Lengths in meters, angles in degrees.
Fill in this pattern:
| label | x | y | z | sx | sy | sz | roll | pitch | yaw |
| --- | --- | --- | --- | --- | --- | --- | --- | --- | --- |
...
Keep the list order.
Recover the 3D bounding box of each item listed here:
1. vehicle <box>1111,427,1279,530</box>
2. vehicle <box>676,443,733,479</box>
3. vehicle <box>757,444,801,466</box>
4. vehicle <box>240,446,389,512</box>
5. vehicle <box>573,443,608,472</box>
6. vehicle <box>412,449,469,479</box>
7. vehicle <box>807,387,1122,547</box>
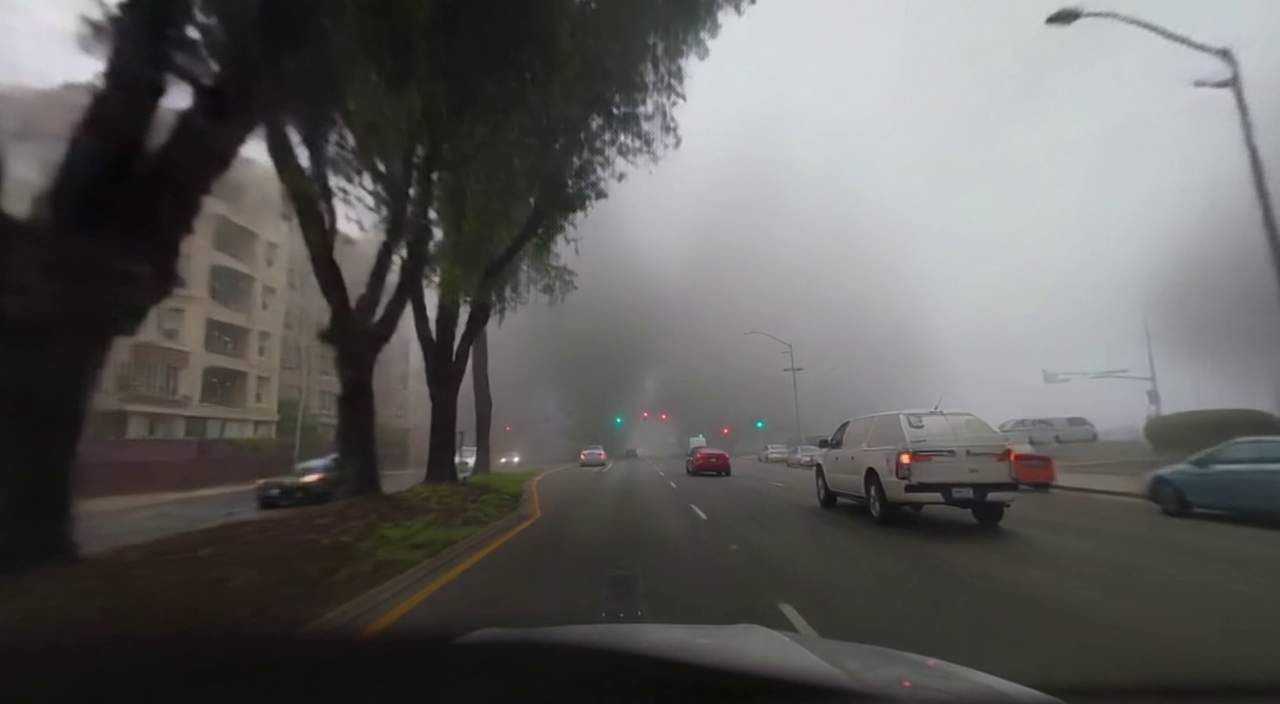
| label | x | y | z | sx | sy | sz | roll | pitch | yaw |
| --- | --- | --- | --- | --- | --- | --- | --- | --- | --- |
| vehicle | 10.240 | 1.987 | 10.113 | 1.865 | 1.478 | 4.599 | 0 | -9 | 0 |
| vehicle | 2.830 | 4.908 | 28.651 | 2.003 | 1.480 | 4.494 | 0 | -9 | -1 |
| vehicle | 10.002 | 7.446 | 45.688 | 2.014 | 1.480 | 4.783 | 0 | -9 | -1 |
| vehicle | -9.077 | 3.546 | 18.121 | 1.941 | 1.639 | 4.293 | 0 | -9 | 0 |
| vehicle | -3.100 | 6.699 | 40.382 | 2.065 | 1.716 | 4.265 | 0 | -9 | -3 |
| vehicle | -12.077 | 6.796 | 38.614 | 2.027 | 1.736 | 4.694 | 0 | -9 | -1 |
| vehicle | 4.872 | 1.889 | 10.946 | 2.427 | 2.017 | 5.763 | 0 | -9 | 1 |
